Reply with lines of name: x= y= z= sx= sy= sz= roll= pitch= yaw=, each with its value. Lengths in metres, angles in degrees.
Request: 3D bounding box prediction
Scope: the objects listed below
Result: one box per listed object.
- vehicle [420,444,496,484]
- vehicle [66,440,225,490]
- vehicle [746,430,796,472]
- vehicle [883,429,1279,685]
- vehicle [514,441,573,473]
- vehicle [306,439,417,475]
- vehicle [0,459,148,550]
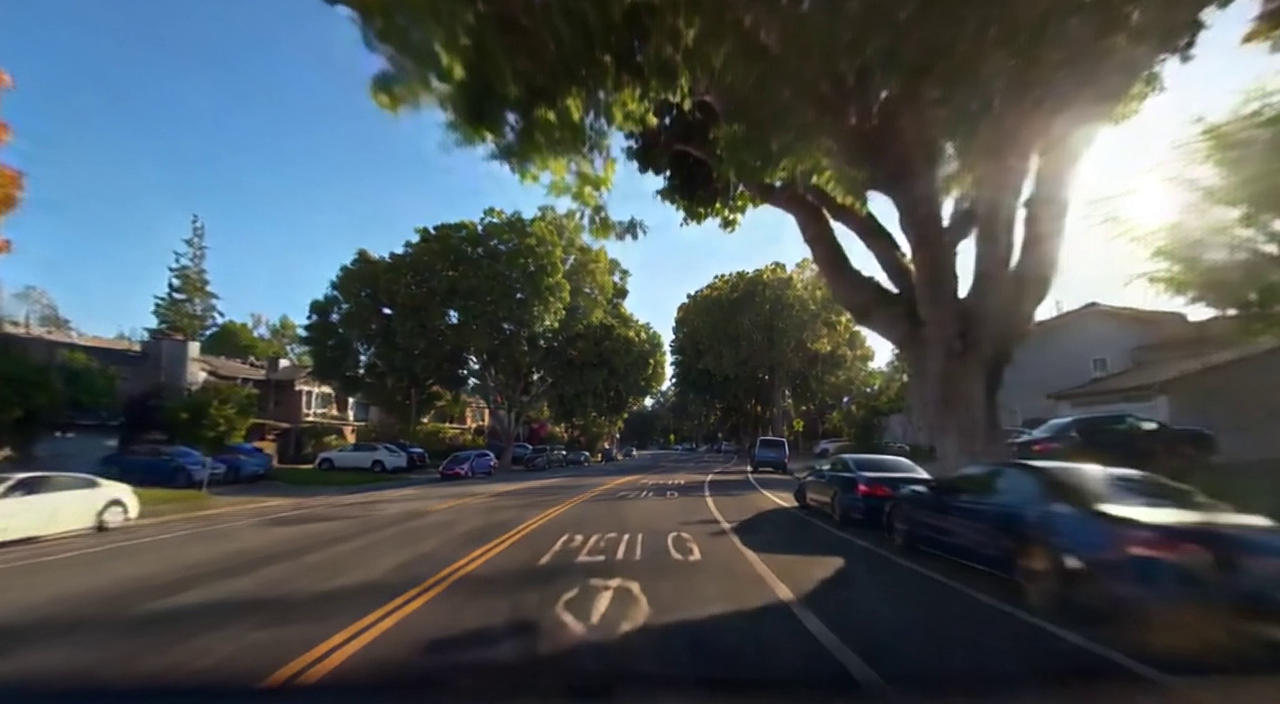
vehicle: x=-9.270 y=5.733 z=32.489 sx=2.105 sy=1.776 sz=4.657 roll=-4 pitch=-9 yaw=7
vehicle: x=-19.025 y=4.305 z=24.329 sx=4.610 sy=1.714 sz=2.160 roll=0 pitch=-9 yaw=10
vehicle: x=7.732 y=5.852 z=37.390 sx=2.574 sy=2.156 sz=6.672 roll=-3 pitch=-9 yaw=11
vehicle: x=4.226 y=1.586 z=6.023 sx=1.996 sy=1.466 sz=4.458 roll=3 pitch=-8 yaw=-1
vehicle: x=-6.837 y=7.516 z=45.276 sx=2.450 sy=1.998 sz=5.367 roll=-5 pitch=-9 yaw=10
vehicle: x=-15.462 y=5.808 z=35.112 sx=5.192 sy=1.915 sz=2.200 roll=-1 pitch=-8 yaw=9
vehicle: x=-11.670 y=2.838 z=11.444 sx=2.091 sy=1.461 sz=4.058 roll=-5 pitch=-13 yaw=1
